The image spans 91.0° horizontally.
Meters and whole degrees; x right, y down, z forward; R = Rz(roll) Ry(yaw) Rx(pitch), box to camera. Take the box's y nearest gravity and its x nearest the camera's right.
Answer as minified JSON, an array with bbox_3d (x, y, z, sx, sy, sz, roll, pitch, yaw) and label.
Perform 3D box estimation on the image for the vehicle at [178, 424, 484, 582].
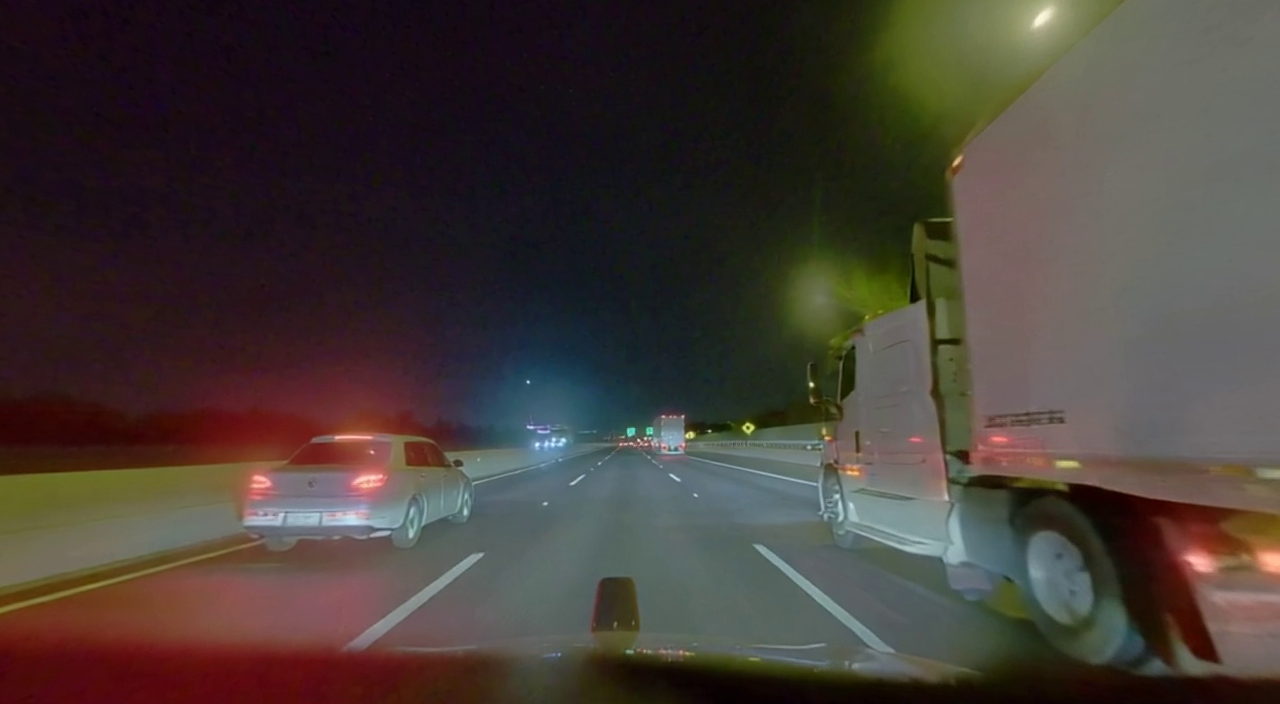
[{"bbox_3d":[-3.548,1.774,8.296,1.990,1.520,4.100,0,-8,-1],"label":"vehicle"}]

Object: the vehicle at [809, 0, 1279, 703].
[{"bbox_3d":[4.108,0.212,6.204,3.025,3.886,5.884,0,-8,-1],"label":"vehicle"}]
